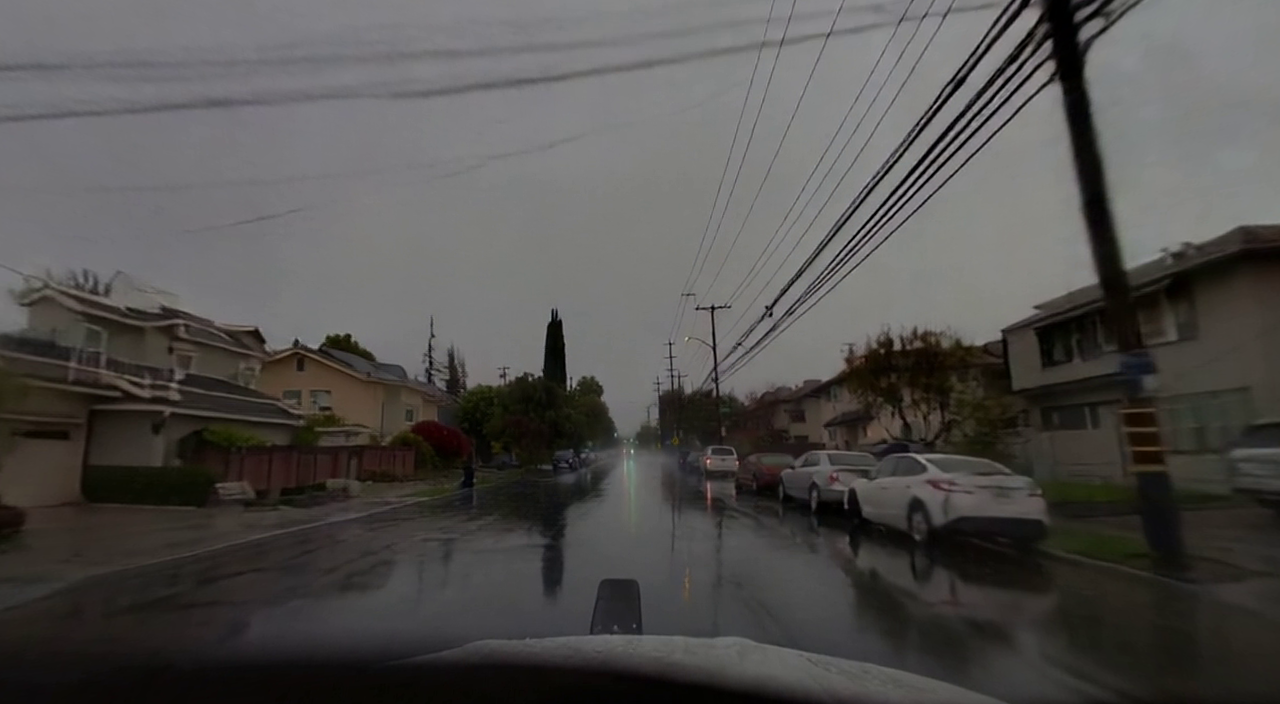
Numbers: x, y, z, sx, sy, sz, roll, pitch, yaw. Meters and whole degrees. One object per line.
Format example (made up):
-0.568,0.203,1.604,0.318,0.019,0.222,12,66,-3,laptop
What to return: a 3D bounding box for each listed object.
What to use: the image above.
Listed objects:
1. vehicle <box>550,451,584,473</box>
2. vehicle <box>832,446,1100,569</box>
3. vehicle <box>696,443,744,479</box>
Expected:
-5.465,8.241,47.404,2.031,1.468,4.165,-2,-9,0,vehicle
4.670,2.240,10.024,1.859,1.469,4.550,0,-9,1,vehicle
4.502,6.212,36.239,2.086,1.885,4.323,0,-9,-1,vehicle
